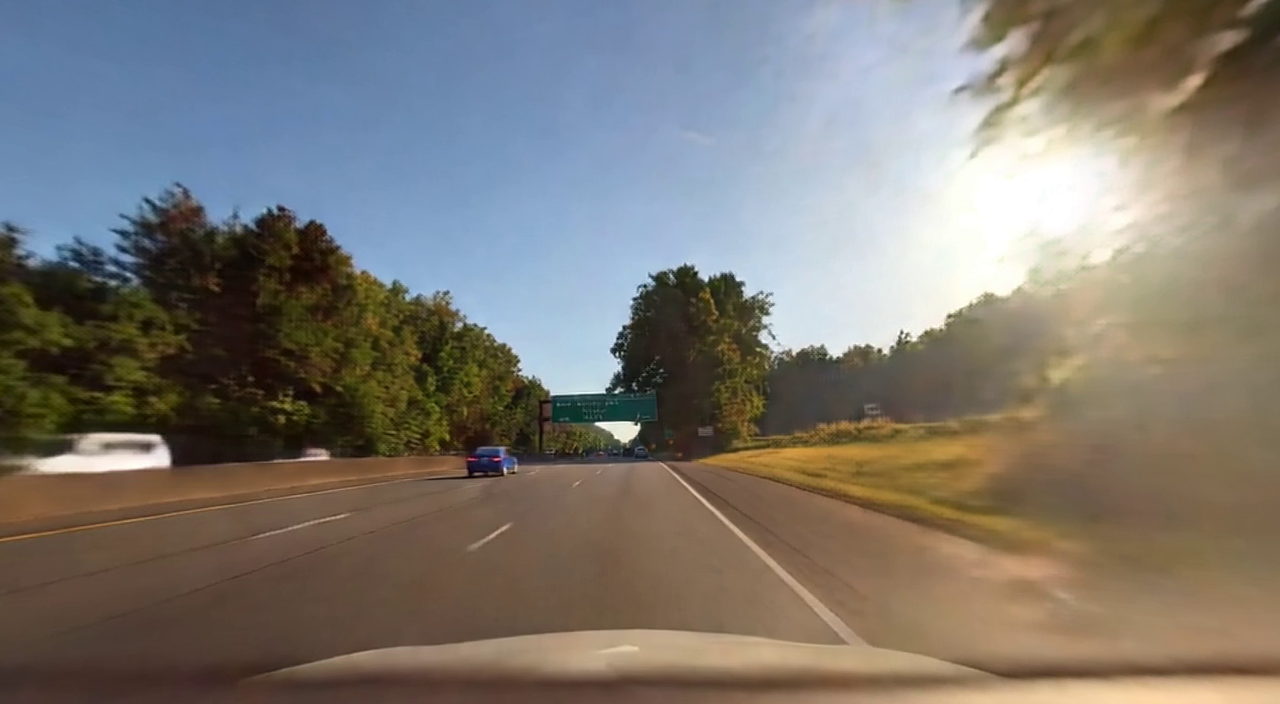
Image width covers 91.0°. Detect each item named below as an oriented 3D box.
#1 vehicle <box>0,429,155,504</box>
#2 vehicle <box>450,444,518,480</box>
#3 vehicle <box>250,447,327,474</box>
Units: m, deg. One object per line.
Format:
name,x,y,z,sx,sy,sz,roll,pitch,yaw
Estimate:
vehicle,-18.141,3.403,19.236,2.307,1.965,5.330,0,-8,1
vehicle,-7.493,5.298,30.760,2.094,1.579,4.655,0,-8,1
vehicle,-25.554,7.901,46.107,2.218,1.820,5.802,0,-8,1
